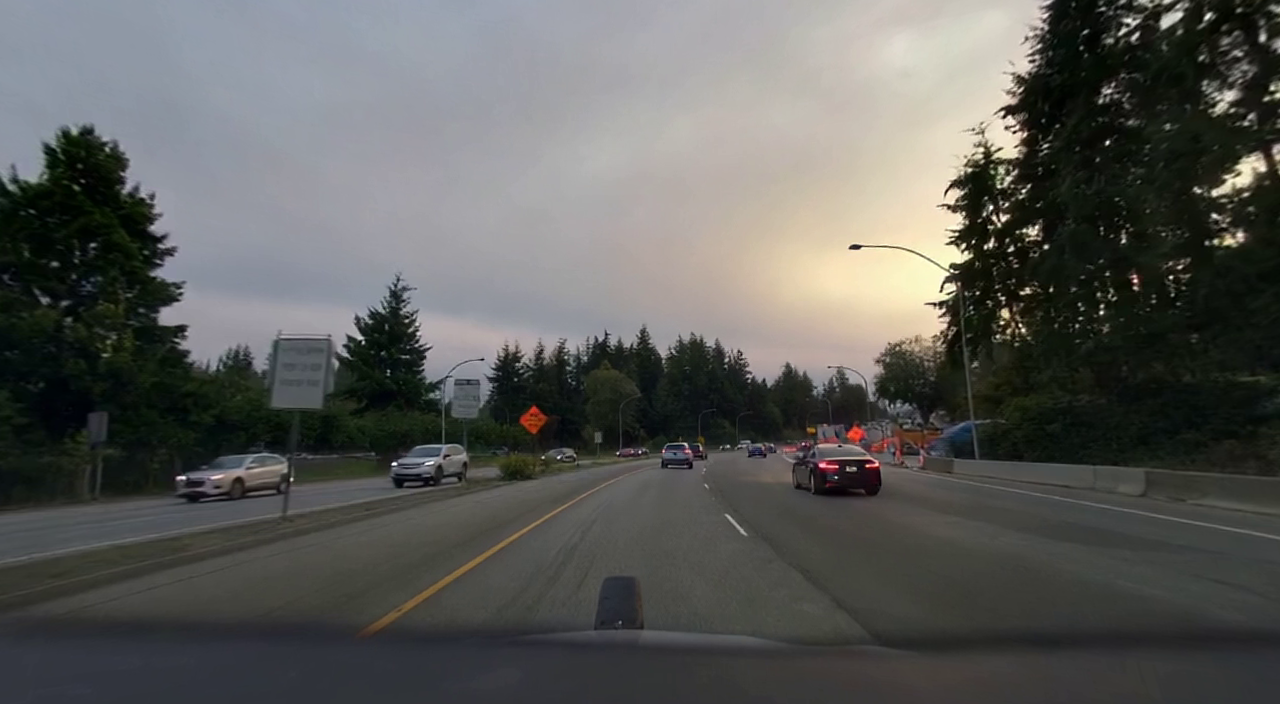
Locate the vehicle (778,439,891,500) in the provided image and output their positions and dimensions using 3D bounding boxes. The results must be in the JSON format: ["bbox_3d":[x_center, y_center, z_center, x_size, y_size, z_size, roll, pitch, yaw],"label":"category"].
[{"bbox_3d":[5.182,3.172,17.493,2.044,1.474,4.083,-1,-8,4],"label":"vehicle"}]

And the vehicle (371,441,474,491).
[{"bbox_3d":[-8.479,4.468,25.170,2.151,1.770,4.512,-1,-8,5],"label":"vehicle"}]

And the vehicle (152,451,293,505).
[{"bbox_3d":[-14.682,4.403,22.548,1.876,1.672,4.237,-1,-8,5],"label":"vehicle"}]

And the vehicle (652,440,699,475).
[{"bbox_3d":[1.926,5.469,33.122,2.201,1.676,4.541,-1,-8,6],"label":"vehicle"}]
